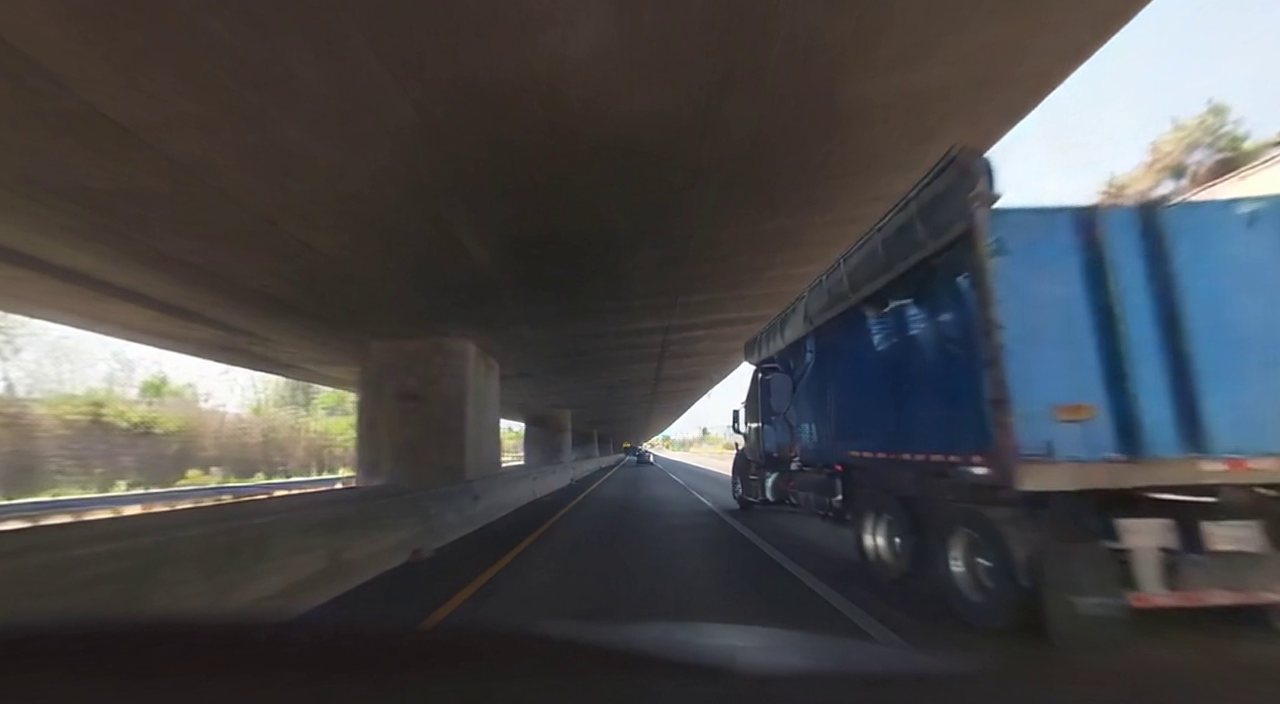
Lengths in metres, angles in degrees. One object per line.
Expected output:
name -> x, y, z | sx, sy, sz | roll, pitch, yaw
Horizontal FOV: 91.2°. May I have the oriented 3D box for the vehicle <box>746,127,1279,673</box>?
vehicle -> 3.513, 0.775, 7.669 | 2.859, 3.332, 7.735 | 0, -9, -1
